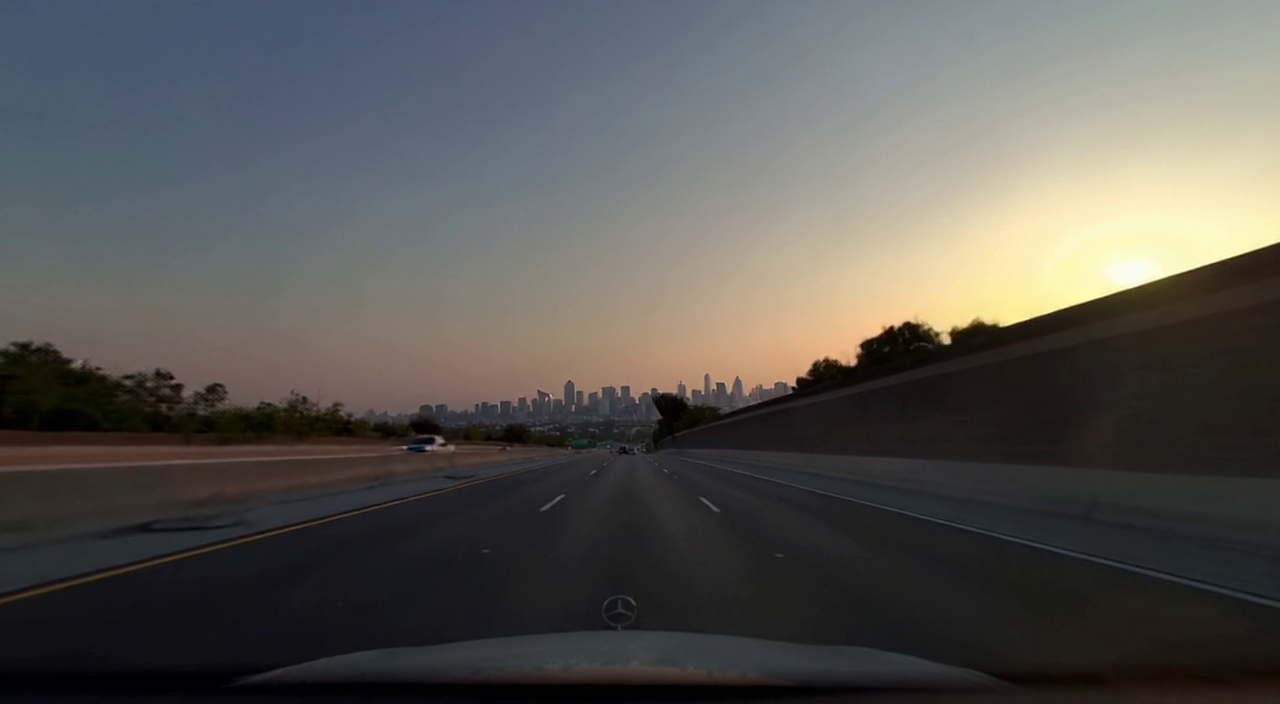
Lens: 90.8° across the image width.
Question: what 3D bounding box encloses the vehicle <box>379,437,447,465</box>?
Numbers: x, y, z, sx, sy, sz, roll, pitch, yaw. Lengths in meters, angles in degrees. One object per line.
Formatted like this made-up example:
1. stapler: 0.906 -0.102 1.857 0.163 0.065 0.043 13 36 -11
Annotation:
1. vehicle: -15.739 6.903 44.276 2.475 1.824 6.214 0 -9 0
